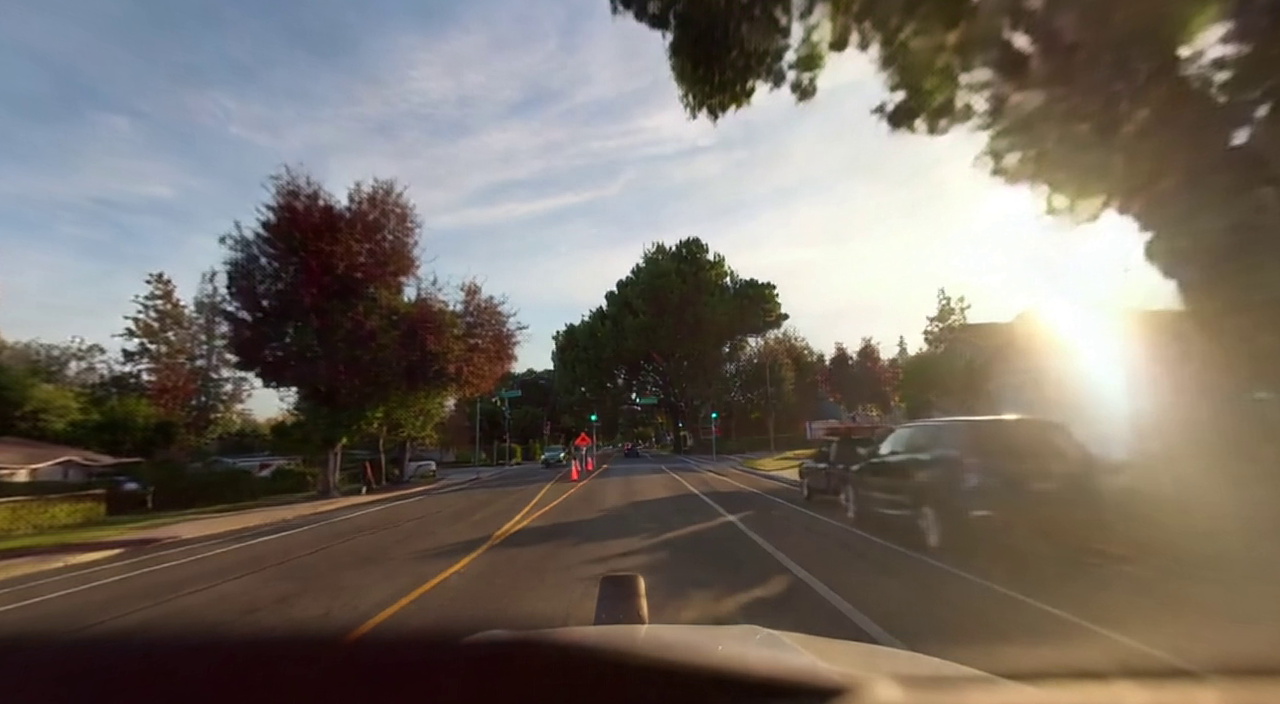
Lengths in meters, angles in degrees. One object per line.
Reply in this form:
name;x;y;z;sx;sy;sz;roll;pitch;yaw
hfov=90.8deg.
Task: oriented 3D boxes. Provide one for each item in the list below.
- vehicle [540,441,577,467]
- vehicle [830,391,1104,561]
vehicle;-6.250;7.866;48.801;2.240;1.879;4.847;0;-9;-1
vehicle;4.271;1.680;9.016;2.241;1.935;3.270;-1;-9;4
